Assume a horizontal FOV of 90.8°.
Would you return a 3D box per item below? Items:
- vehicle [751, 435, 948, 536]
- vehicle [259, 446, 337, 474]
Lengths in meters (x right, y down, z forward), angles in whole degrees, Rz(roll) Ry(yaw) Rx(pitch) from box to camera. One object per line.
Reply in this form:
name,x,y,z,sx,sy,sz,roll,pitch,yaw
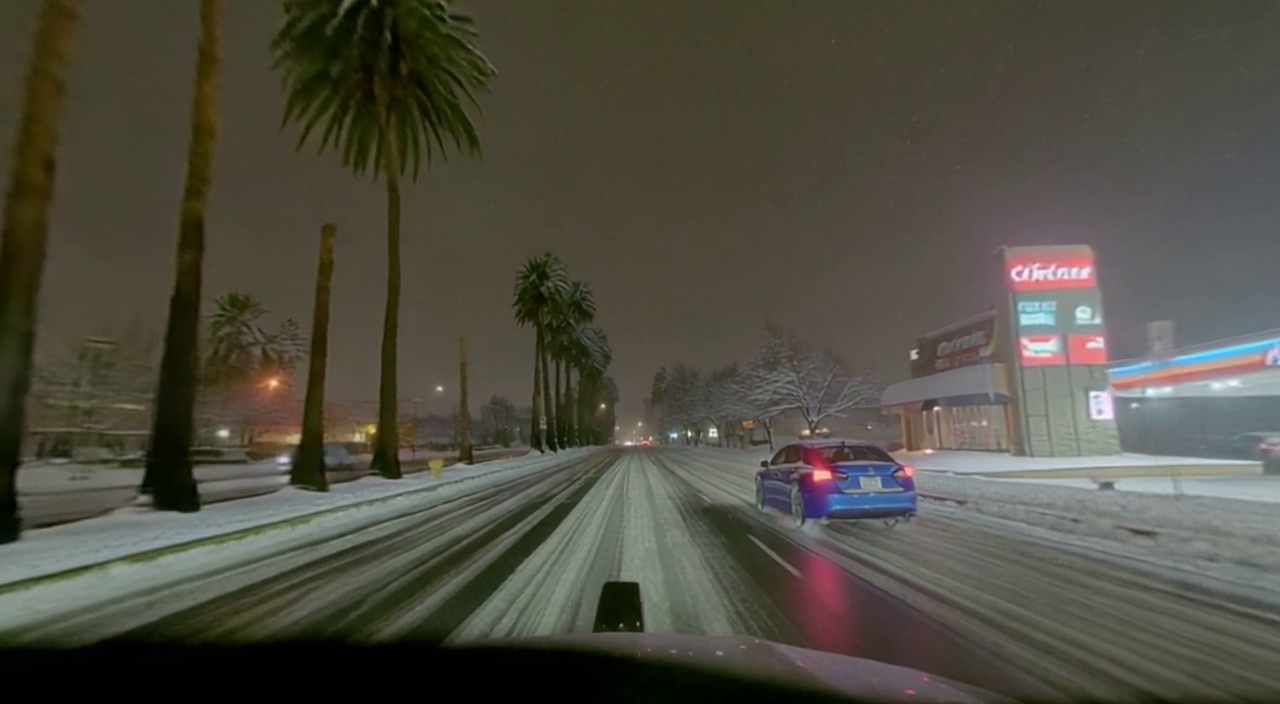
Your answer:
vehicle,3.398,2.222,11.272,1.978,1.442,4.262,0,-8,-1
vehicle,-19.678,6.190,36.582,1.892,1.481,4.694,0,-8,0
